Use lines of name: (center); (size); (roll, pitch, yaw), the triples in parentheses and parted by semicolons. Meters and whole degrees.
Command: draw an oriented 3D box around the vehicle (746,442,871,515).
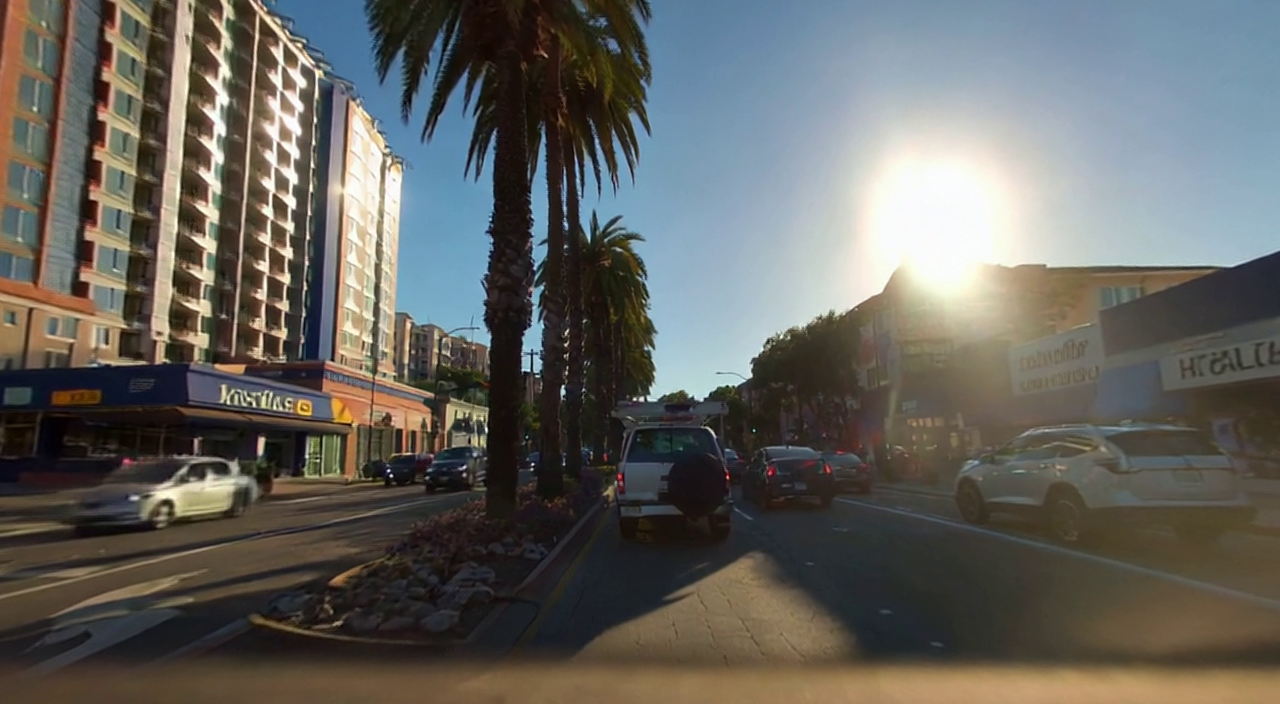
vehicle: (4.114, 3.136, 16.182); (2.072, 1.595, 4.124); (0, -9, 0)

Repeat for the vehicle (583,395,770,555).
vehicle: (0.549, 2.059, 11.235); (2.487, 2.115, 5.444); (0, -9, 1)

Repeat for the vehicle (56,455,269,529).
vehicle: (-11.585, 3.372, 15.756); (2.031, 1.534, 4.079); (0, -9, 1)

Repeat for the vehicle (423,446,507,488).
vehicle: (-7.884, 5.225, 28.995); (2.268, 1.733, 4.821); (-1, -9, 2)

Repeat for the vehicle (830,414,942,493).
vehicle: (10.812, 4.370, 28.360); (2.663, 3.061, 5.602); (-2, -5, 0)

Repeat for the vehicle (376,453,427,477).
vehicle: (-18.095, 8.537, 48.021); (1.972, 1.694, 4.466); (0, -9, 2)

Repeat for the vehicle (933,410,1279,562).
vehicle: (7.497, 2.154, 10.967); (2.215, 1.973, 5.323); (0, -9, 0)
